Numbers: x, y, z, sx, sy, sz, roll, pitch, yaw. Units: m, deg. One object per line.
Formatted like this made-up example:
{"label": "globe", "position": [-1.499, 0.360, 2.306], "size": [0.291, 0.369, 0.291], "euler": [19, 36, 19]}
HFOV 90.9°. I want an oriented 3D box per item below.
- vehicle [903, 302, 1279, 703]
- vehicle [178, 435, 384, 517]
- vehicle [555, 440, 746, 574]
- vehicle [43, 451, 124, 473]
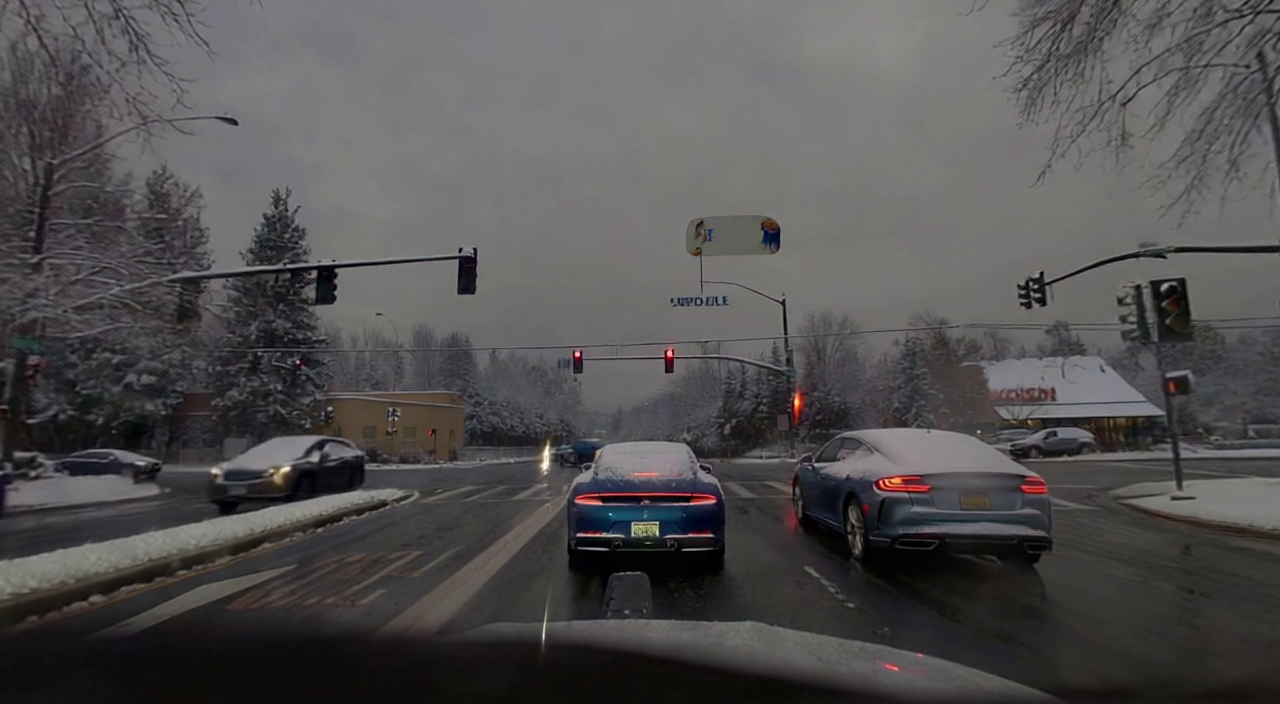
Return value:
{"label": "vehicle", "position": [3.110, 0.805, 2.539], "size": [2.143, 1.759, 4.531], "euler": [0, -8, 0]}
{"label": "vehicle", "position": [-8.353, 2.913, 15.387], "size": [2.091, 1.651, 4.870], "euler": [0, -8, 1]}
{"label": "vehicle", "position": [0.123, 1.871, 8.396], "size": [1.945, 1.343, 3.827], "euler": [0, -8, 1]}
{"label": "vehicle", "position": [-41.286, 8.162, 46.804], "size": [4.195, 1.533, 1.752], "euler": [0, -8, -3]}
